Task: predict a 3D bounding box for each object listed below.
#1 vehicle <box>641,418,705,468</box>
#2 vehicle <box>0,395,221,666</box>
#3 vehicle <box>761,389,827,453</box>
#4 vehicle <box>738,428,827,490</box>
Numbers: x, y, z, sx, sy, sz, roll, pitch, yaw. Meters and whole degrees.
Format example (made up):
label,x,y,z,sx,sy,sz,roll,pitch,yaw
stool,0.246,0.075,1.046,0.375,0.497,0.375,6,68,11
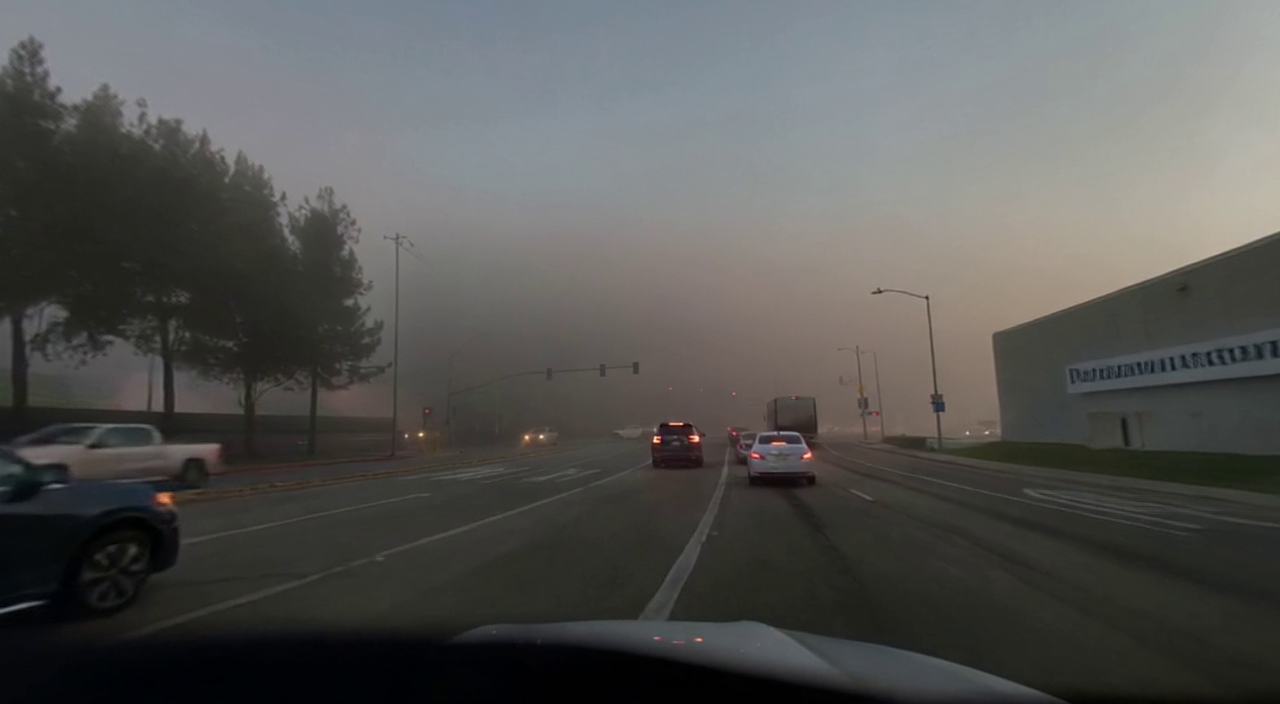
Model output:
label,x,y,z,sx,sy,sz,roll,pitch,yaw
vehicle,1.465,3.774,26.028,2.188,1.892,4.488,-1,-9,9
vehicle,-4.717,0.936,3.108,2.010,1.515,4.152,-1,-9,9
vehicle,10.272,4.902,43.050,2.965,3.900,9.064,-1,-9,5
vehicle,3.884,2.973,17.834,2.109,1.500,4.585,-1,-9,9
